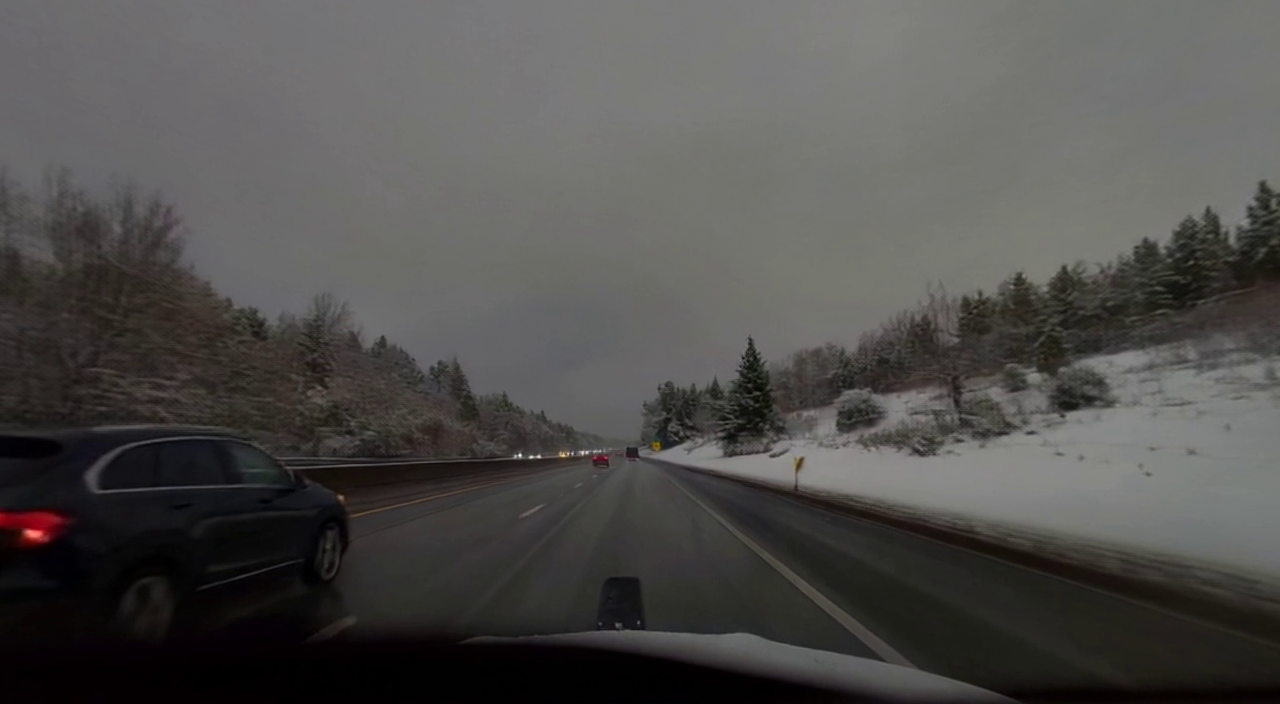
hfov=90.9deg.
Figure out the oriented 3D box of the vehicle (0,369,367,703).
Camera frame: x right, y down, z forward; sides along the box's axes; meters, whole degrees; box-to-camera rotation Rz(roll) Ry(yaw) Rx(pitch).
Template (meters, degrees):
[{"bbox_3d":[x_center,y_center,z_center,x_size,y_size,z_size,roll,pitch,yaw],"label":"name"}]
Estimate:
[{"bbox_3d":[-3.928,1.153,4.240,2.135,1.686,4.517,0,-9,0],"label":"vehicle"}]
